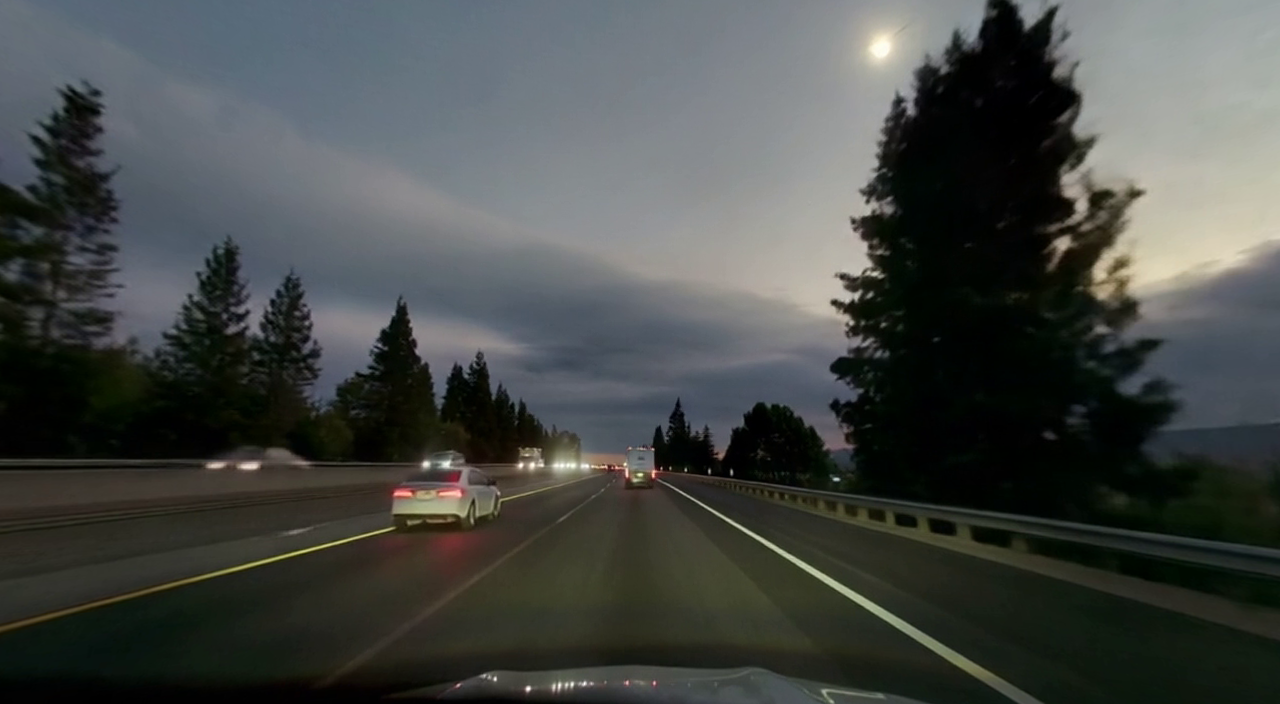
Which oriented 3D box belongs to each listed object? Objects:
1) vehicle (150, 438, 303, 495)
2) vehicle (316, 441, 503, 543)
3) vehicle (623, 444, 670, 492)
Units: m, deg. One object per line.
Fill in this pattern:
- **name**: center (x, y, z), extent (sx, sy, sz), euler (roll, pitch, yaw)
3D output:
- **vehicle**: center (-12.689, 3.594, 19.714), extent (1.995, 1.543, 4.047), euler (1, -11, 0)
- **vehicle**: center (-4.170, 2.644, 12.233), extent (2.100, 1.605, 3.883), euler (1, -11, 0)
- **vehicle**: center (0.296, 6.791, 36.858), extent (2.482, 2.549, 5.447), euler (1, -11, -1)
